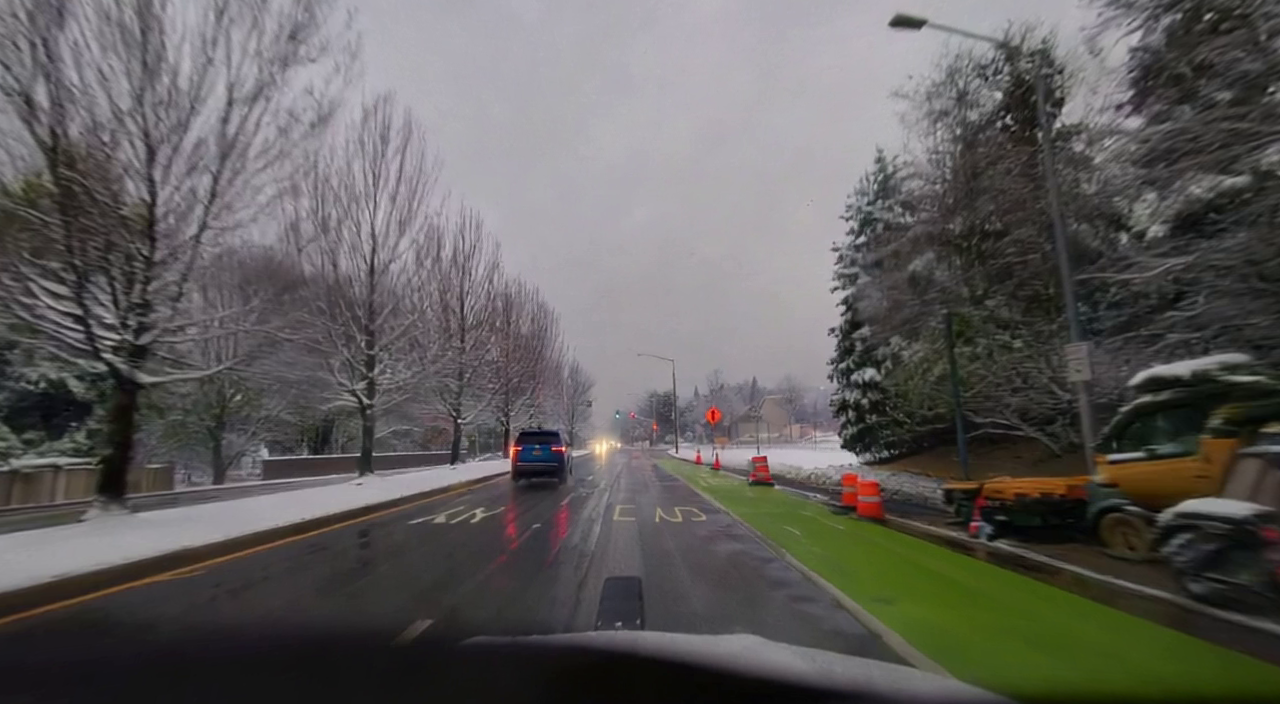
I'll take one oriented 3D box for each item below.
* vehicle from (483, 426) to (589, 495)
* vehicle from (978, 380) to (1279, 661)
[{"bbox_3d":[-2.935,3.194,18.989,2.339,1.790,4.629,0,-8,1],"label":"vehicle"},{"bbox_3d":[5.392,1.264,5.461,2.810,1.722,3.834,-1,-8,1],"label":"vehicle"}]
